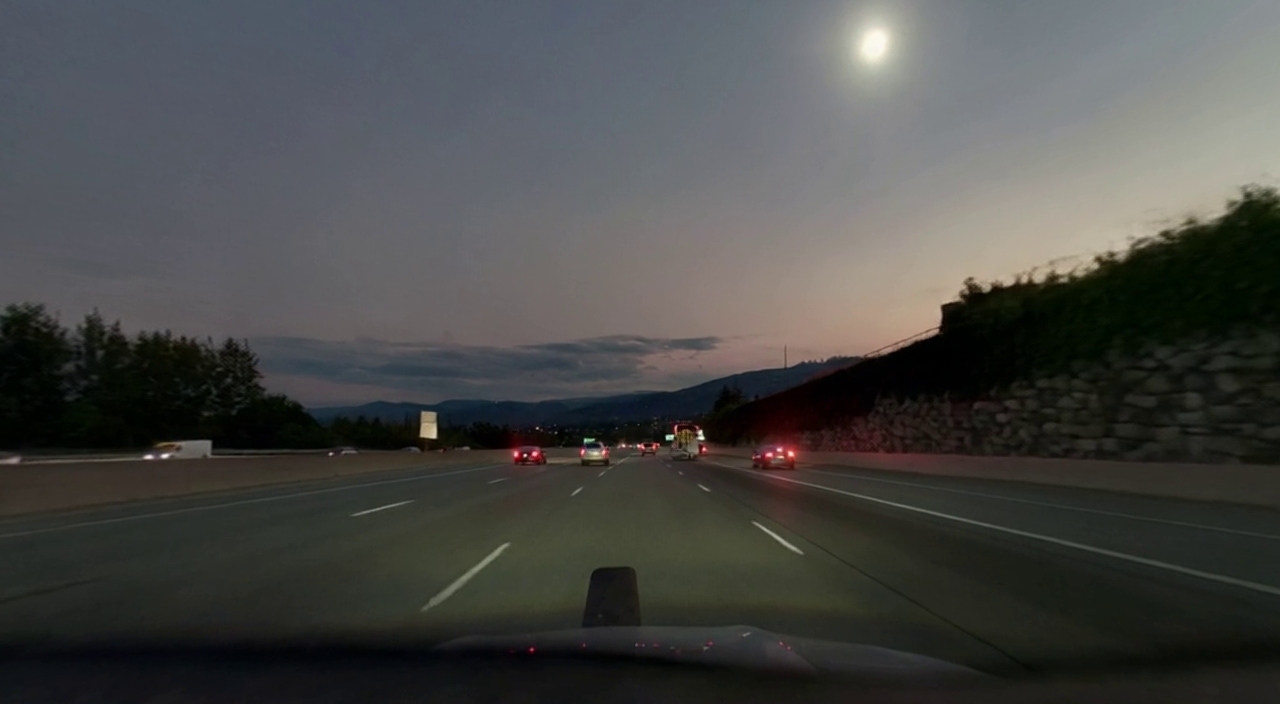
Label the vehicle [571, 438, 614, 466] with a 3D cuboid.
[{"bbox_3d":[-3.573,7.678,48.754,2.720,2.041,5.432,0,-8,1],"label":"vehicle"}]

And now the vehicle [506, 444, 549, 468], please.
[{"bbox_3d":[-7.612,7.078,43.088,2.102,1.522,4.394,0,-8,0],"label":"vehicle"}]

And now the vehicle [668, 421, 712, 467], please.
[{"bbox_3d":[3.664,6.953,47.902,2.795,3.187,7.205,0,-8,0],"label":"vehicle"}]
